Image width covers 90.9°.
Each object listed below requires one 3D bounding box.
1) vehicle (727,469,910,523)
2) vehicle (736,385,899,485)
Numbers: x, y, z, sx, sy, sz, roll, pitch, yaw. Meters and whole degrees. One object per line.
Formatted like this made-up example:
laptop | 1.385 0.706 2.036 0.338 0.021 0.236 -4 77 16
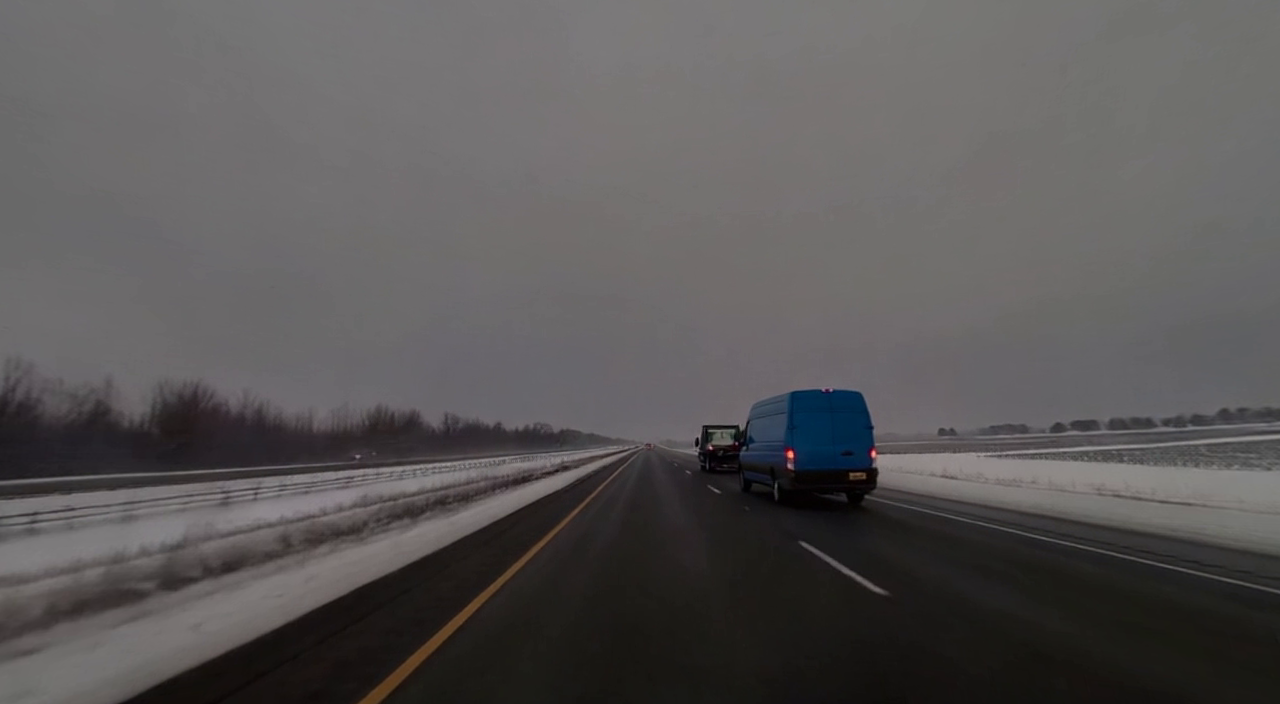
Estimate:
vehicle | 4.006 3.456 15.773 2.702 0.824 6.391 0 -8 -1
vehicle | 4.077 2.127 15.816 2.444 2.053 5.616 0 -9 0
